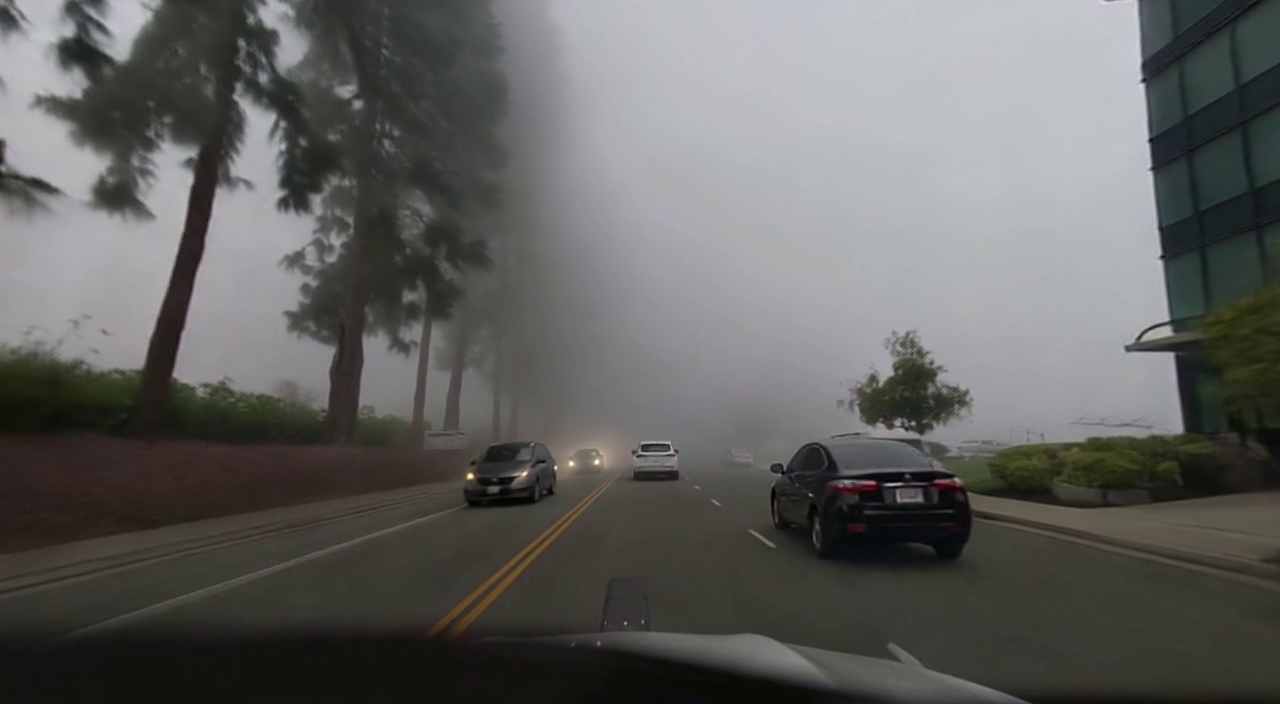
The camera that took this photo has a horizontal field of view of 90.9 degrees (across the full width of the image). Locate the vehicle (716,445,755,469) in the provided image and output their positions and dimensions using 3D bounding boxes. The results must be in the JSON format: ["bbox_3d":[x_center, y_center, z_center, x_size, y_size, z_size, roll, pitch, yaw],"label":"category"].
[{"bbox_3d":[6.240,6.900,41.686,1.885,1.467,4.546,0,-8,0],"label":"vehicle"}]

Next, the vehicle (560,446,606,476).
[{"bbox_3d":[-2.870,5.610,32.602,1.997,1.415,4.195,0,-8,0],"label":"vehicle"}]

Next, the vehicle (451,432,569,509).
[{"bbox_3d":[-3.216,3.032,16.598,2.124,1.731,4.227,-1,-8,1],"label":"vehicle"}]

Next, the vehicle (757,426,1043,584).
[{"bbox_3d":[2.950,1.820,8.338,1.991,1.536,4.116,0,-8,0],"label":"vehicle"}]

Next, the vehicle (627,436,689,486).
[{"bbox_3d":[0.652,4.014,23.484,2.105,1.653,3.887,0,-8,1],"label":"vehicle"}]
